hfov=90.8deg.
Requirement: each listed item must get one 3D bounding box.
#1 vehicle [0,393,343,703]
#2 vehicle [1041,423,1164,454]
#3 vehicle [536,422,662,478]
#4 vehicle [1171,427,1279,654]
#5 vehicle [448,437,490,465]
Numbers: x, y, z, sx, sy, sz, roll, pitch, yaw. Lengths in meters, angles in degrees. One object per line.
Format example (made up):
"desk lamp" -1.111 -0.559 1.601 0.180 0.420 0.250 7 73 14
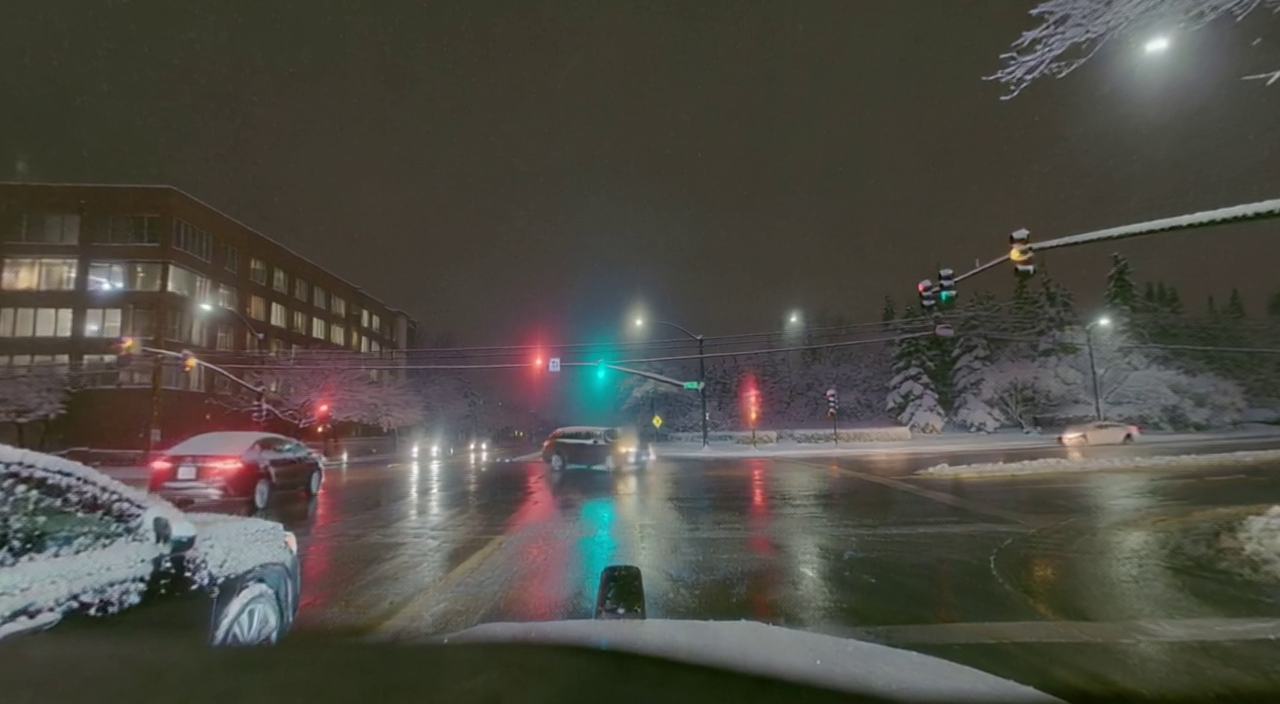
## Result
"vehicle" -3.072 0.896 2.153 1.919 1.478 4.720 0 -8 -1
"vehicle" 23.287 4.394 31.930 4.660 1.495 2.007 0 -8 -3
"vehicle" -1.645 3.690 23.839 2.109 1.871 4.778 8 -12 -44
"vehicle" 4.945 0.986 2.538 1.949 1.449 4.530 -1 -8 5
"vehicle" -12.808 7.413 47.549 2.051 1.715 4.346 -3 -6 -2
